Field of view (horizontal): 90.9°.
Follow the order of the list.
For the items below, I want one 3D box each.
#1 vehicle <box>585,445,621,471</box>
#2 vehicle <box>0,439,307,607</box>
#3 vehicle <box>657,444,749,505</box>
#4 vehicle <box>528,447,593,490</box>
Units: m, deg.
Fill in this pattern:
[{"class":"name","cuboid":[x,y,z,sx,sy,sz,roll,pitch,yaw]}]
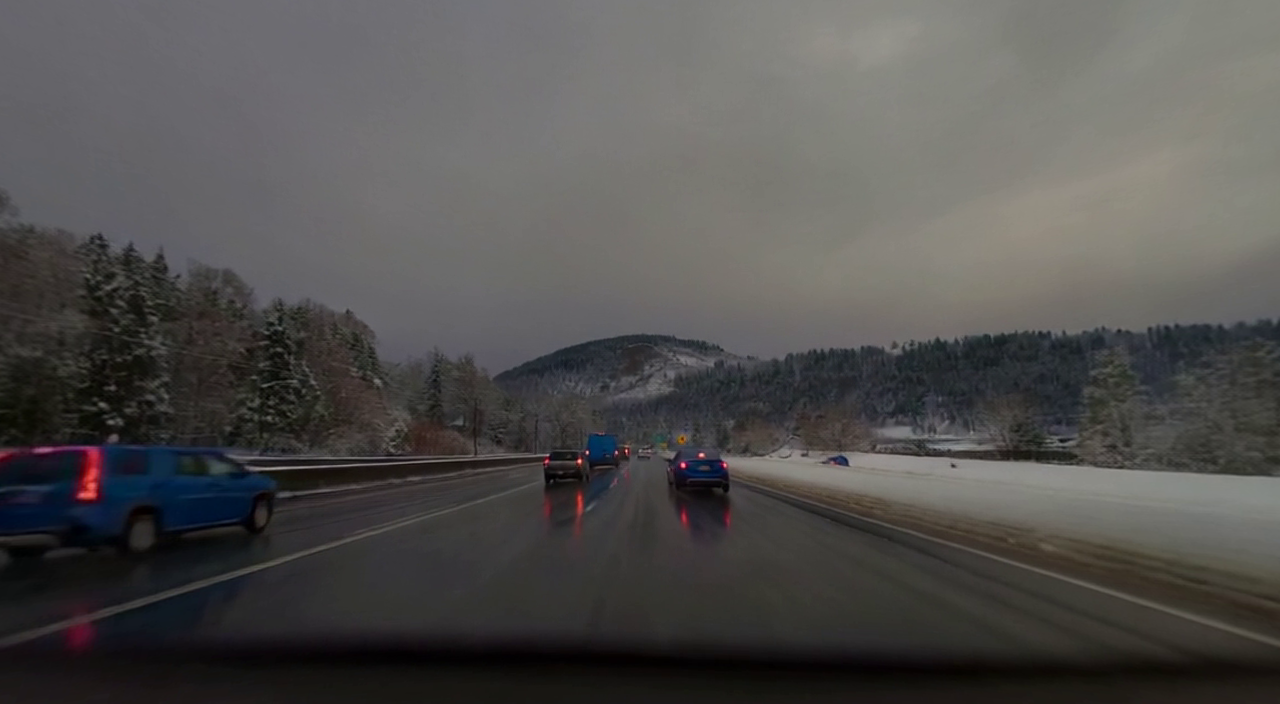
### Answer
[{"class":"vehicle","cuboid":[-2.463,7.123,42.675,2.270,1.660,4.101,0,-8,-1]},{"class":"vehicle","cuboid":[-6.633,1.920,8.170,2.012,1.504,4.729,0,-8,1]},{"class":"vehicle","cuboid":[1.627,3.379,17.931,2.050,1.491,4.362,0,-8,-2]},{"class":"vehicle","cuboid":[-3.004,4.501,24.688,1.990,1.501,4.250,0,-8,0]}]
